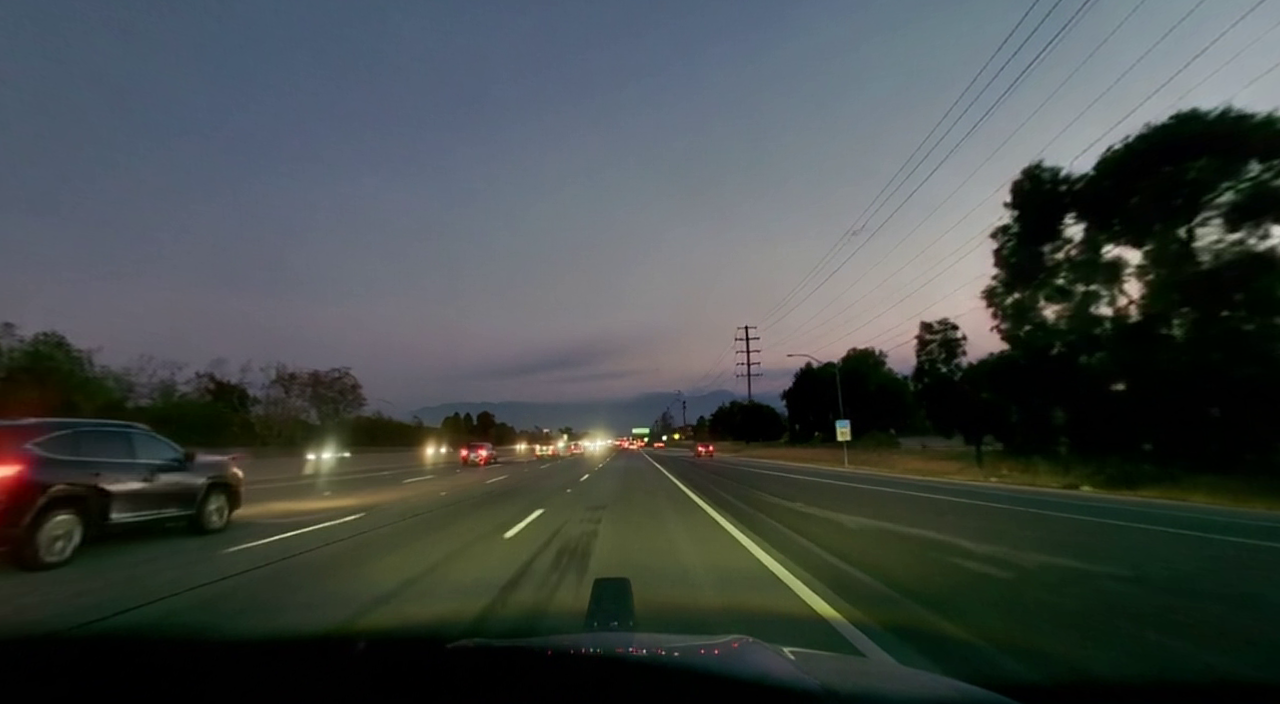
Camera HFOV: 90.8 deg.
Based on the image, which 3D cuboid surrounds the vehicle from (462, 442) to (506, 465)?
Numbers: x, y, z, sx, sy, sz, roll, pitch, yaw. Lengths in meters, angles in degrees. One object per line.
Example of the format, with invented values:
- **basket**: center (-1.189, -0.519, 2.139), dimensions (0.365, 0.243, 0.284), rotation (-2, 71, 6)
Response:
- **vehicle**: center (-10.680, 6.954, 43.547), dimensions (1.887, 1.473, 4.352), rotation (0, -9, 0)

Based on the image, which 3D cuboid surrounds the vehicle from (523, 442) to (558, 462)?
- **vehicle**: center (-7.526, 7.628, 48.211), dimensions (1.954, 1.432, 4.183), rotation (0, -9, 0)

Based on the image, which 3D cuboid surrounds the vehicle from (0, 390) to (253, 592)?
- **vehicle**: center (-6.829, 1.401, 6.660), dimensions (2.115, 1.799, 5.444), rotation (0, -9, -1)
